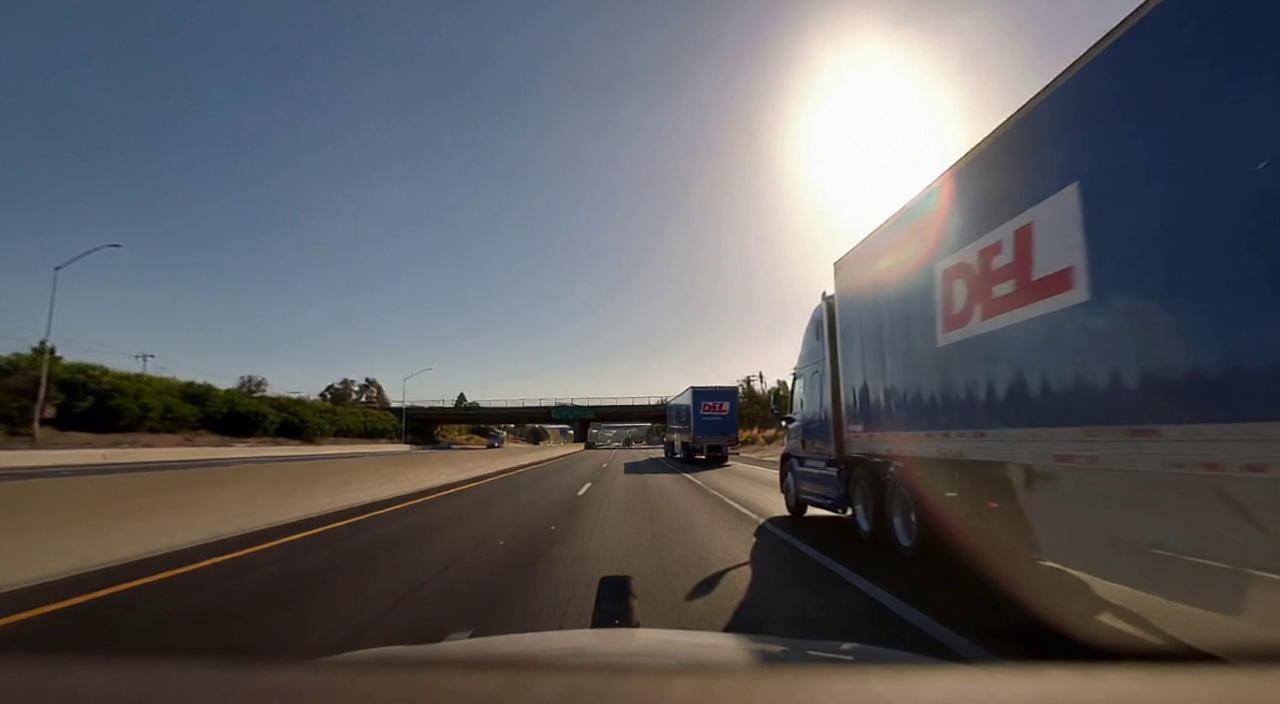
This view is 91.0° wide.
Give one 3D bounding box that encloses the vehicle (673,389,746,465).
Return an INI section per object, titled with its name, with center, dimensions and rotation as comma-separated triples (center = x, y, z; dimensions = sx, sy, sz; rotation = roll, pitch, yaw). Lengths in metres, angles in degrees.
[vehicle]
center = 3.836, 4.494, 36.910
dimensions = 2.880, 3.918, 8.254
rotation = 0, -8, -3
